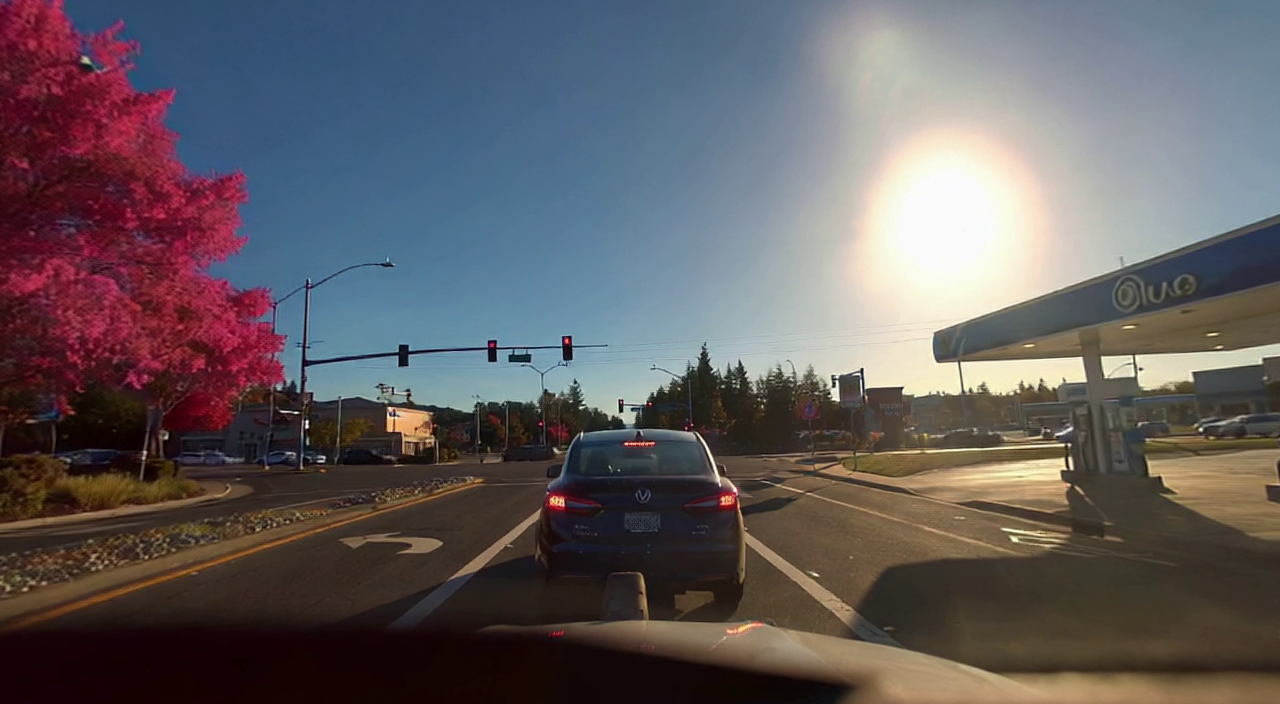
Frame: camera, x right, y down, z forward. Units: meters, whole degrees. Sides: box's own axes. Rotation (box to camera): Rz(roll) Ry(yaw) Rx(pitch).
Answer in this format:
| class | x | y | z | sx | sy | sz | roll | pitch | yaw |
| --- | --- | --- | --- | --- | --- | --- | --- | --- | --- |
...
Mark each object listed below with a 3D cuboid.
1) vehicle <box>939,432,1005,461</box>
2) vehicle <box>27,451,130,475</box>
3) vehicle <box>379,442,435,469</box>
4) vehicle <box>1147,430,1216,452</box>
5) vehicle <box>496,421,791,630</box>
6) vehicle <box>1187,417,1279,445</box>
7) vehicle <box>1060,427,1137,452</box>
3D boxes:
| class | x | y | z | sx | sy | sz | roll | pitch | yaw |
| --- | --- | --- | --- | --- | --- | --- | --- | --- | --- |
| vehicle | 18.391 | 5.238 | 34.846 | 2.053 | 1.495 | 4.091 | -8 | -12 | 44 |
| vehicle | -37.986 | 7.477 | 42.748 | 1.889 | 1.455 | 4.813 | -6 | -10 | 34 |
| vehicle | -17.391 | 7.685 | 46.893 | 4.660 | 1.867 | 2.019 | -8 | -11 | 43 |
| vehicle | 40.947 | 6.725 | 47.694 | 3.573 | 1.432 | 1.604 | -3 | -8 | 1 |
| vehicle | 0.014 | 1.546 | 6.621 | 2.112 | 1.482 | 4.057 | 0 | -8 | 0 |
| vehicle | 36.319 | 4.862 | 38.489 | 1.848 | 1.581 | 4.475 | 0 | -8 | 2 |
| vehicle | 34.770 | 6.621 | 47.865 | 4.294 | 1.557 | 1.744 | -4 | -8 | 1 |
